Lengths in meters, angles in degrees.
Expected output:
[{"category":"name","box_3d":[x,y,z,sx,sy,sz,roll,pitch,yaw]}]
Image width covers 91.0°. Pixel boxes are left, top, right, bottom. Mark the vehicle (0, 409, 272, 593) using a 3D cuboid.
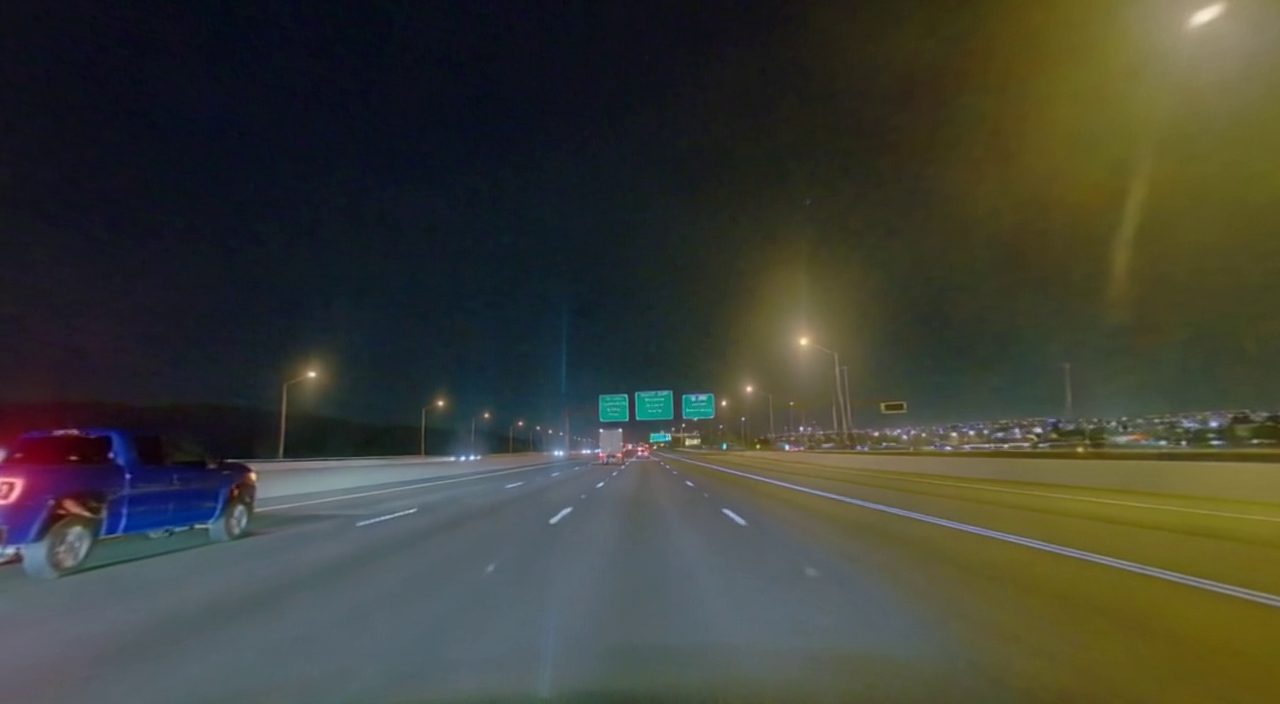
[{"category":"vehicle","box_3d":[-7.160,1.707,7.858,2.168,1.729,4.724,0,-9,1]}]
